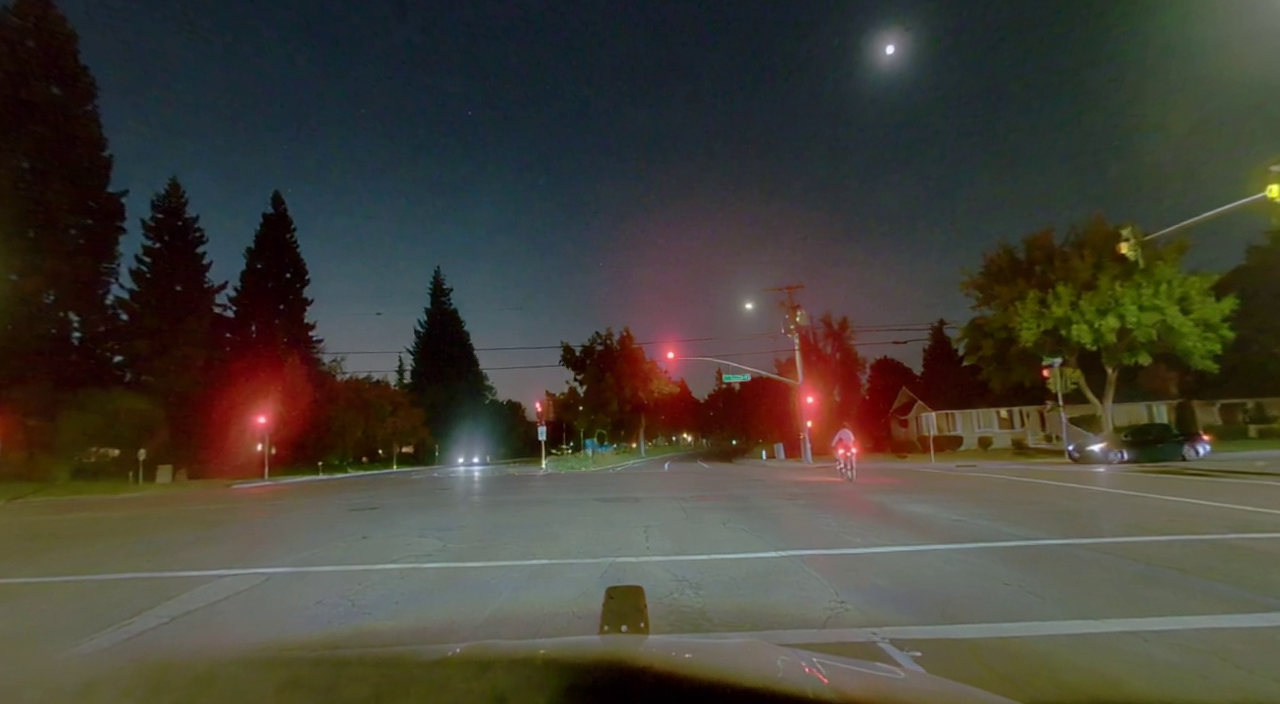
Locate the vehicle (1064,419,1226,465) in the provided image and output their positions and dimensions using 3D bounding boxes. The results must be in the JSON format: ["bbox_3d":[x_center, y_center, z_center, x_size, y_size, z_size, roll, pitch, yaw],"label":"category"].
[{"bbox_3d":[17.310,3.106,21.759,3.969,1.493,1.823,0,-9,1],"label":"vehicle"}]
